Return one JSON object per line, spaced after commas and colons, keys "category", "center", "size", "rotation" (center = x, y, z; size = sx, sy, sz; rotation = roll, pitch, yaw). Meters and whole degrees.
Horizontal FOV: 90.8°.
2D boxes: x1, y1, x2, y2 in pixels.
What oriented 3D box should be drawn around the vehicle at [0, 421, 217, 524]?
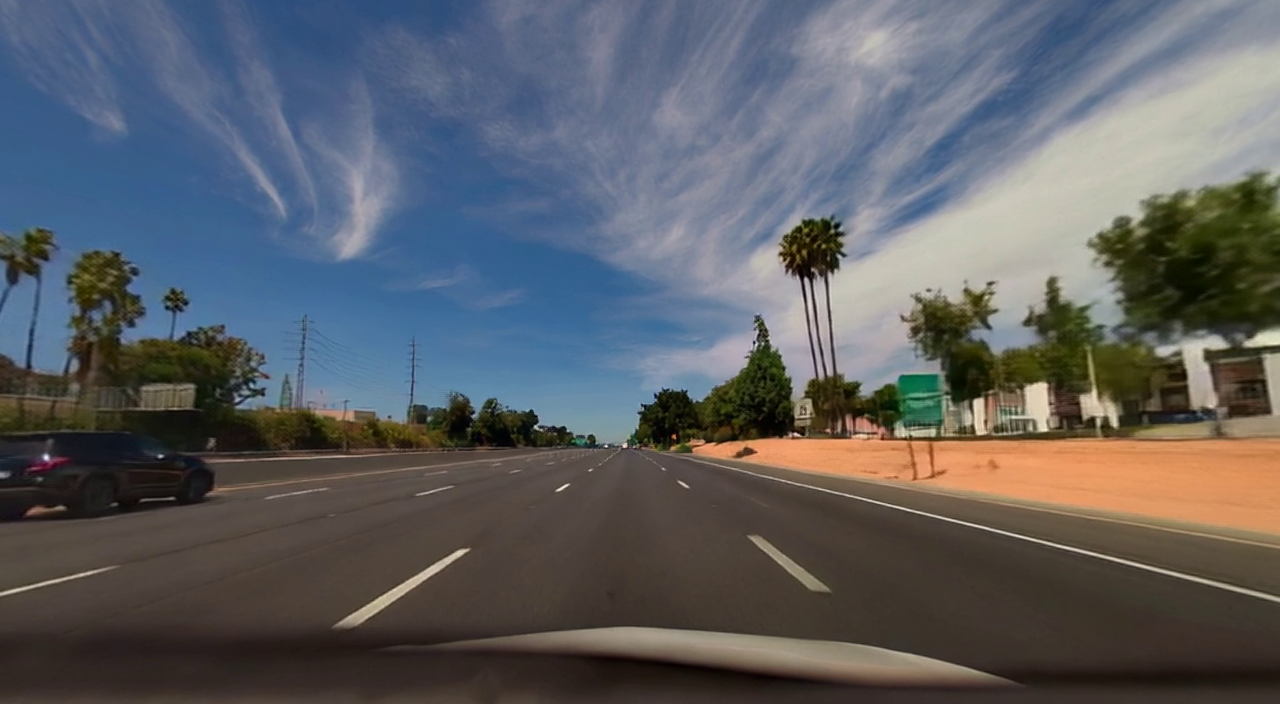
{"category": "vehicle", "center": [-11.440, 2.427, 13.201], "size": [2.016, 1.754, 4.543], "rotation": [0, -8, 0]}
